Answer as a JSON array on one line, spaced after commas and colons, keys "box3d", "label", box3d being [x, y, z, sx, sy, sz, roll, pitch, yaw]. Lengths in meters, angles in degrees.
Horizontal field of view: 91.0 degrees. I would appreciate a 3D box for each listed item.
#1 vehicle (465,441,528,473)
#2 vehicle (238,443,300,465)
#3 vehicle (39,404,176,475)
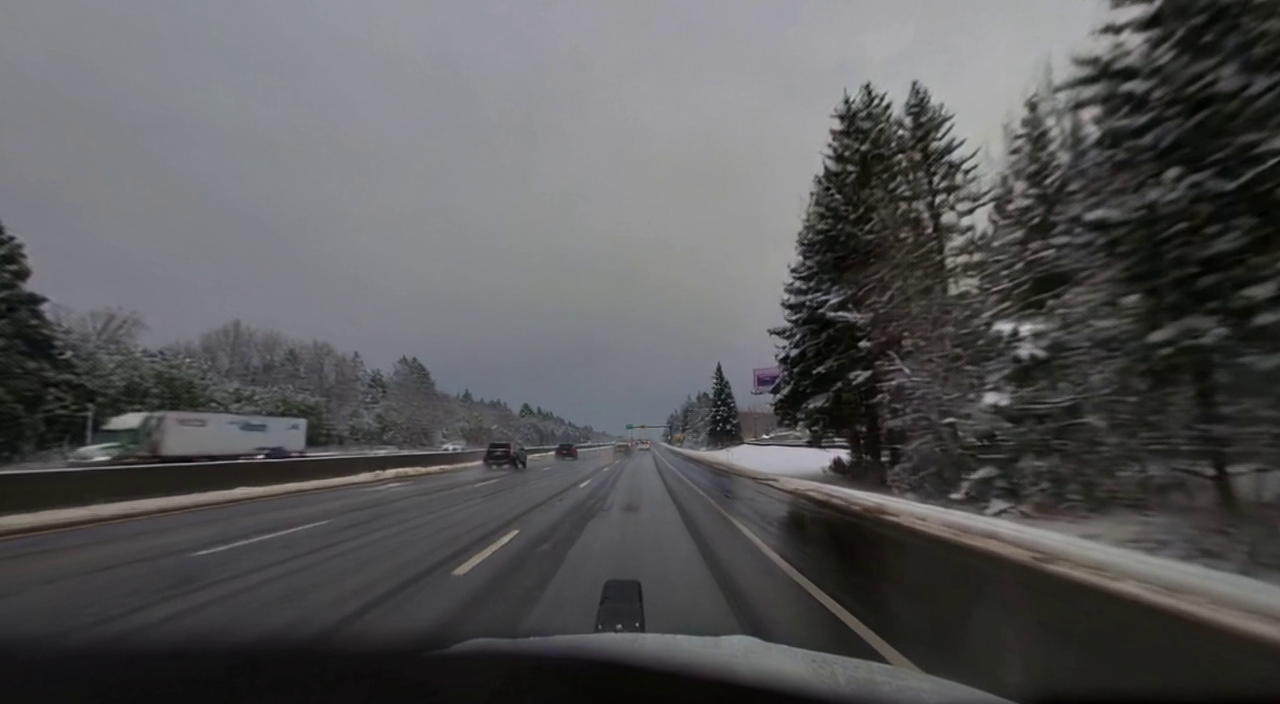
[{"box3d": [-7.204, 5.339, 32.234, 2.008, 1.520, 4.731, 0, -9, 1], "label": "vehicle"}, {"box3d": [-28.615, 7.894, 48.750, 1.915, 1.610, 4.542, 0, -9, 1], "label": "vehicle"}, {"box3d": [-32.719, 5.469, 39.100, 2.976, 4.021, 5.937, 0, -9, 1], "label": "vehicle"}]
